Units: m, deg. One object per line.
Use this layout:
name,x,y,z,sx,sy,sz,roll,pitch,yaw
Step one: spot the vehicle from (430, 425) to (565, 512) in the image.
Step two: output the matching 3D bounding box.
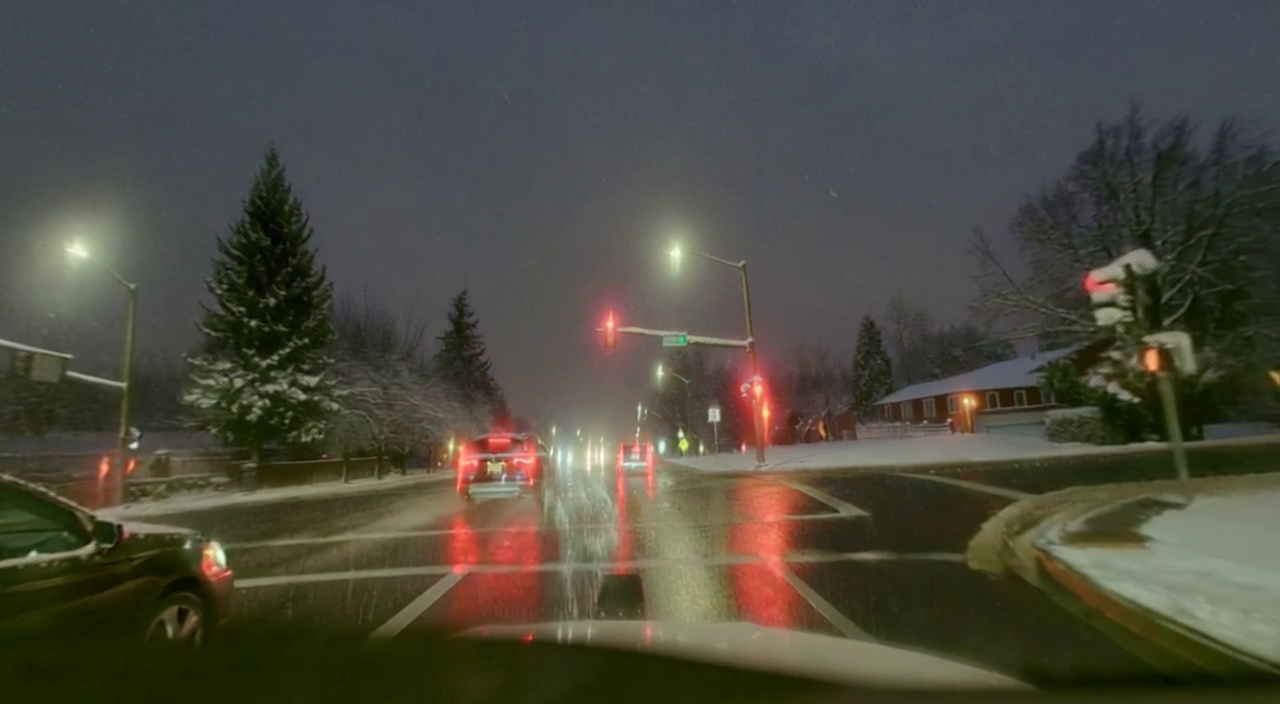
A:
vehicle,-3.225,2.754,15.391,2.157,1.771,4.452,0,-8,1

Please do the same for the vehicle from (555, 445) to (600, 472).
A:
vehicle,-3.720,6.459,38.410,2.268,1.522,4.350,0,-8,0

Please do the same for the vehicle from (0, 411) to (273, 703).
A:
vehicle,-3.511,0.897,1.928,1.934,1.475,4.741,0,-8,0

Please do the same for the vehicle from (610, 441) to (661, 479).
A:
vehicle,-0.221,4.640,27.495,2.062,1.518,3.901,0,-8,-1
